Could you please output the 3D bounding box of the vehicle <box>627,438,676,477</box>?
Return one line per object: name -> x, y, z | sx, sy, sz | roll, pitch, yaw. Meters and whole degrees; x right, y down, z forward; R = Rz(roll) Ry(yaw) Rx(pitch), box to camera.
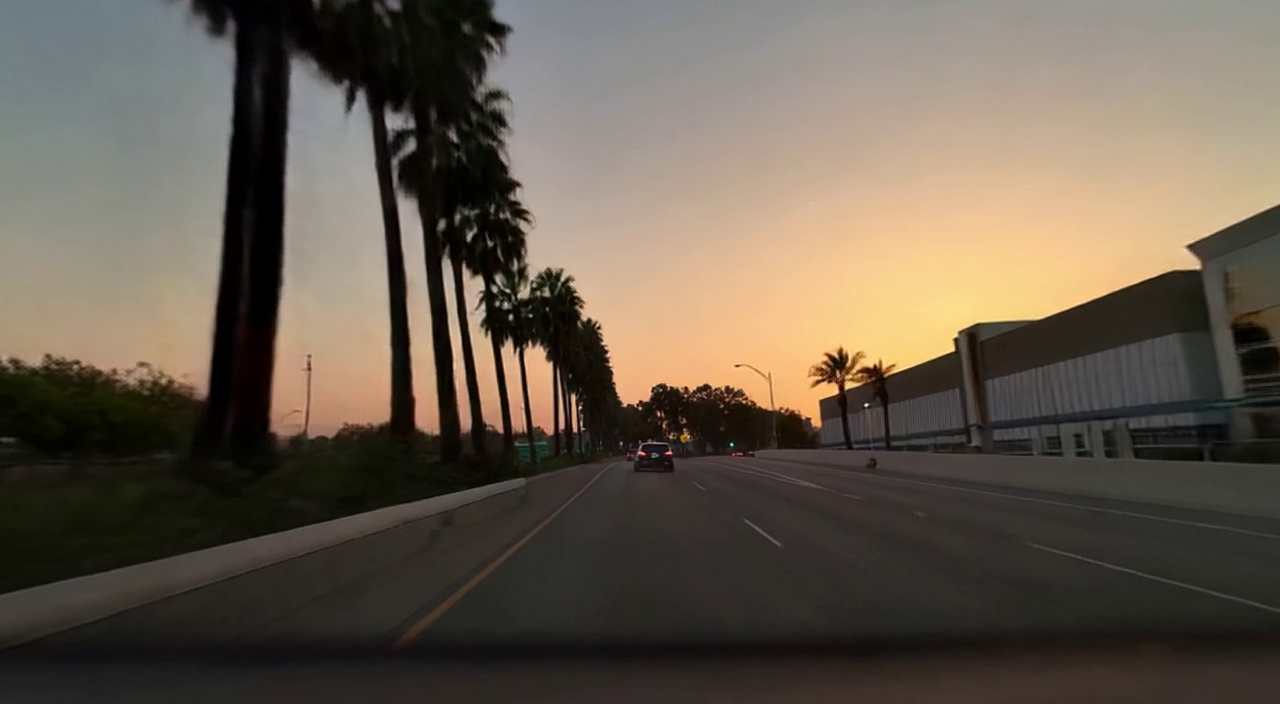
vehicle -> 0.469, 4.962, 29.803 | 2.089, 1.718, 4.193 | 0, -9, -2
